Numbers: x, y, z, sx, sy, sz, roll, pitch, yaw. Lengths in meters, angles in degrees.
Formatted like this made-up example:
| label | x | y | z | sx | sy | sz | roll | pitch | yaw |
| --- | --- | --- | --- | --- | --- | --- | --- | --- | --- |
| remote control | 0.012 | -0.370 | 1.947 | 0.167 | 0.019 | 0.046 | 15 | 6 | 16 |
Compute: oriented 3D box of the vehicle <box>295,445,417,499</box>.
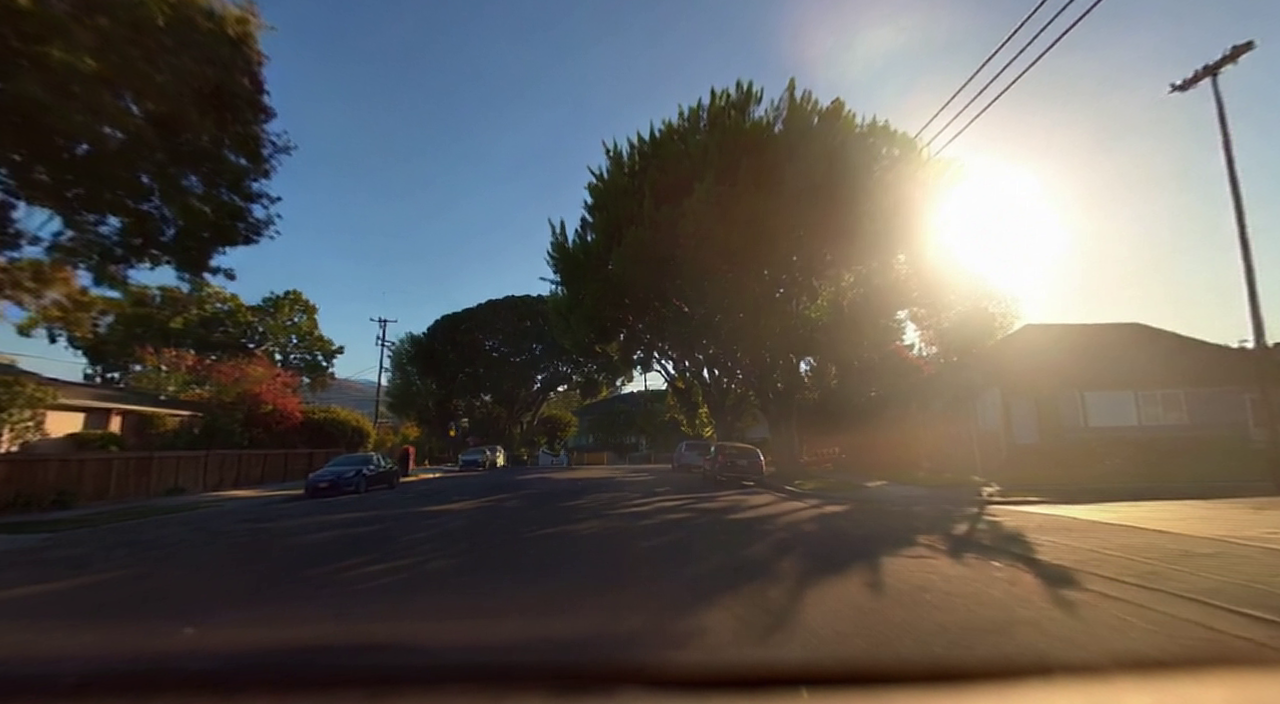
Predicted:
| label | x | y | z | sx | sy | sz | roll | pitch | yaw |
| --- | --- | --- | --- | --- | --- | --- | --- | --- | --- |
| vehicle | -8.683 | 3.667 | 19.816 | 1.937 | 1.427 | 4.510 | 0 | -8 | -3 |

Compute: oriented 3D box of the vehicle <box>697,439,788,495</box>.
| label | x | y | z | sx | sy | sz | roll | pitch | yaw |
| --- | --- | --- | --- | --- | --- | --- | --- | --- | --- |
| vehicle | 3.035 | 3.510 | 19.684 | 1.927 | 1.529 | 4.144 | 0 | -8 | -3 |

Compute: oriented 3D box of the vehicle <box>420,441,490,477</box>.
| label | x | y | z | sx | sy | sz | roll | pitch | yaw |
| --- | --- | --- | --- | --- | --- | --- | --- | --- | --- |
| vehicle | -9.007 | 5.220 | 31.134 | 2.027 | 1.584 | 4.476 | -1 | -8 | 1 |

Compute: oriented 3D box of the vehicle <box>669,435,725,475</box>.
| label | x | y | z | sx | sy | sz | roll | pitch | yaw |
| --- | --- | --- | --- | --- | --- | --- | --- | --- | --- |
| vehicle | 2.858 | 5.319 | 32.953 | 2.225 | 1.911 | 5.322 | 0 | -8 | -2 |
